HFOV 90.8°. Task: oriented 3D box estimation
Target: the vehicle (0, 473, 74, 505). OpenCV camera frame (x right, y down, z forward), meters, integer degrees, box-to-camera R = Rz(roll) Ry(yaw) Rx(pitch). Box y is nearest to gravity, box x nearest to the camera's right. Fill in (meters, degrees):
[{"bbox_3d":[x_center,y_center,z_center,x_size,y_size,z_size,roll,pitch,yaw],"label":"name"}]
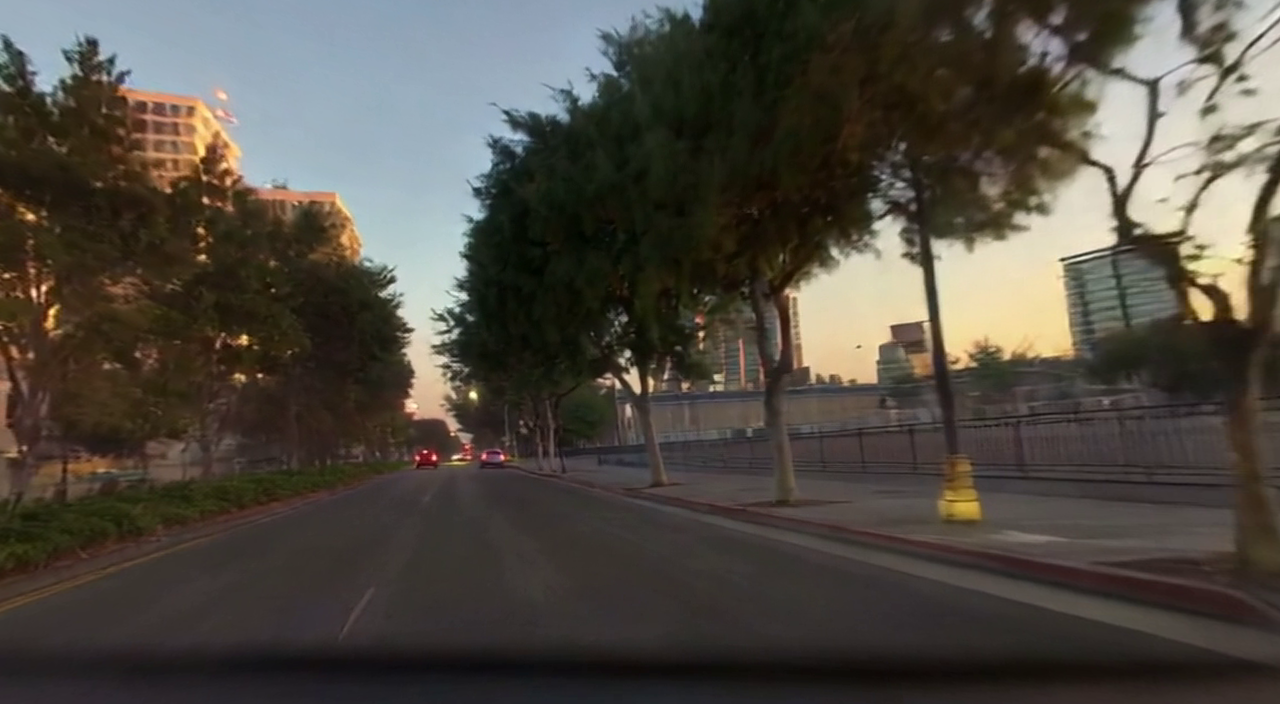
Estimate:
[{"bbox_3d":[-39.830,8.967,41.593,1.962,1.741,4.289,2,-9,-16],"label":"vehicle"}]
